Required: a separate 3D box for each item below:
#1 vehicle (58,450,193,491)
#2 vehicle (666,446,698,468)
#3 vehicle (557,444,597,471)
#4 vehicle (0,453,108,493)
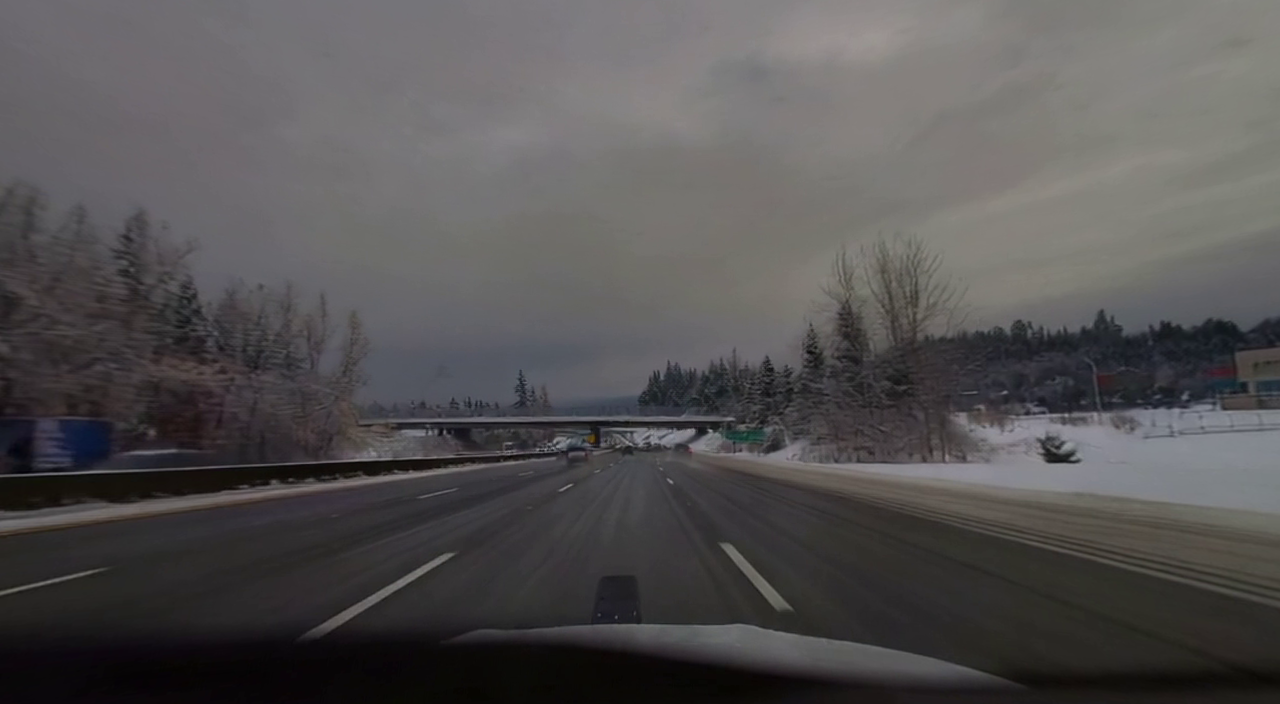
[{"bbox_3d":[-23.940,5.503,29.719,2.135,1.714,5.019,0,-9,0],"label":"vehicle"},{"bbox_3d":[3.042,7.685,46.432,1.967,1.475,4.080,0,-9,-2],"label":"vehicle"},{"bbox_3d":[-4.156,7.025,42.419,2.179,1.693,4.204,0,-9,1],"label":"vehicle"},{"bbox_3d":[-27.445,5.512,29.075,1.913,1.638,4.524,0,-9,0],"label":"vehicle"}]
